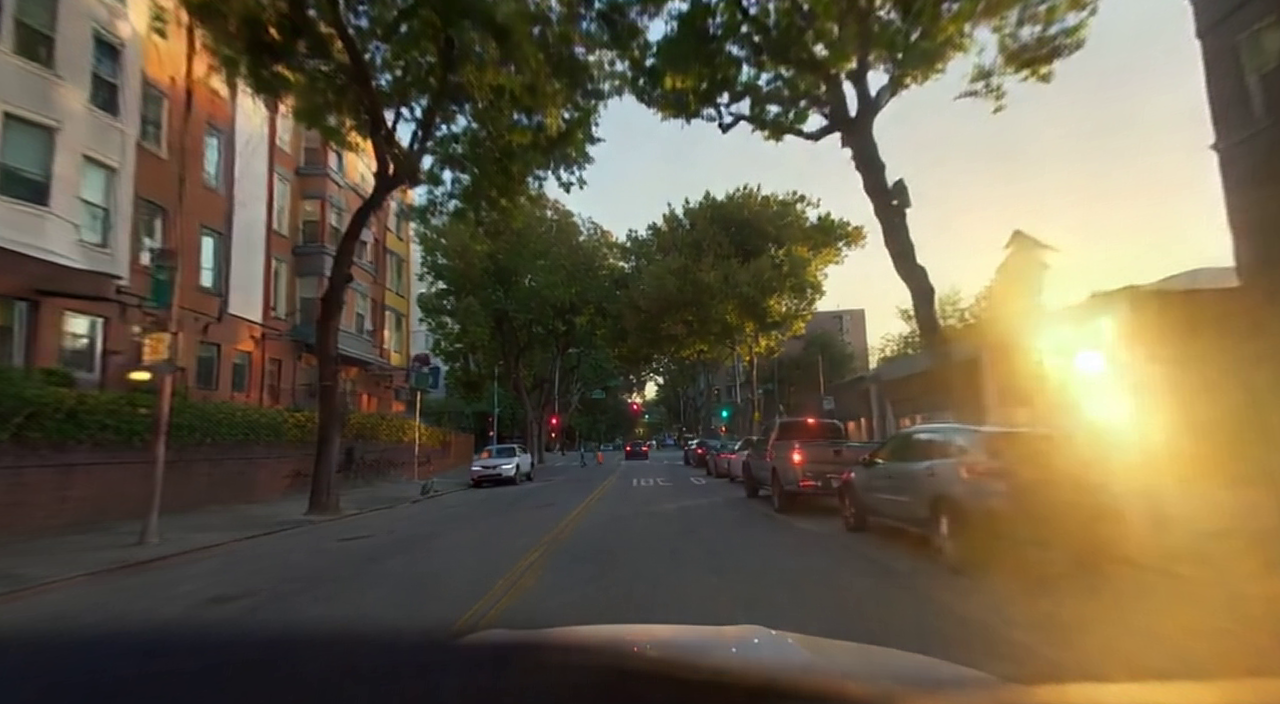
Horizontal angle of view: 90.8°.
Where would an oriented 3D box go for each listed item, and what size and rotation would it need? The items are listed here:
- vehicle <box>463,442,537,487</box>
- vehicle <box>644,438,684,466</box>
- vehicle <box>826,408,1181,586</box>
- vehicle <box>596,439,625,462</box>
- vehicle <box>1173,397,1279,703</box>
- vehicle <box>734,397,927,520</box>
[{"bbox_3d":[-5.931,4.830,27.407,2.013,1.772,4.439,-1,-9,2],"label":"vehicle"},{"bbox_3d":[1.537,6.174,39.188,2.111,1.619,4.077,-1,-9,8],"label":"vehicle"},{"bbox_3d":[3.941,1.631,7.899,1.871,1.603,4.161,0,-9,-1],"label":"vehicle"},{"bbox_3d":[-2.287,7.744,49.971,1.979,1.723,3.849,-1,-8,2],"label":"vehicle"},{"bbox_3d":[3.747,0.646,0.718,2.066,1.494,4.843,0,-8,0],"label":"vehicle"},{"bbox_3d":[3.615,2.213,13.518,2.356,2.043,5.791,0,-8,0],"label":"vehicle"}]
